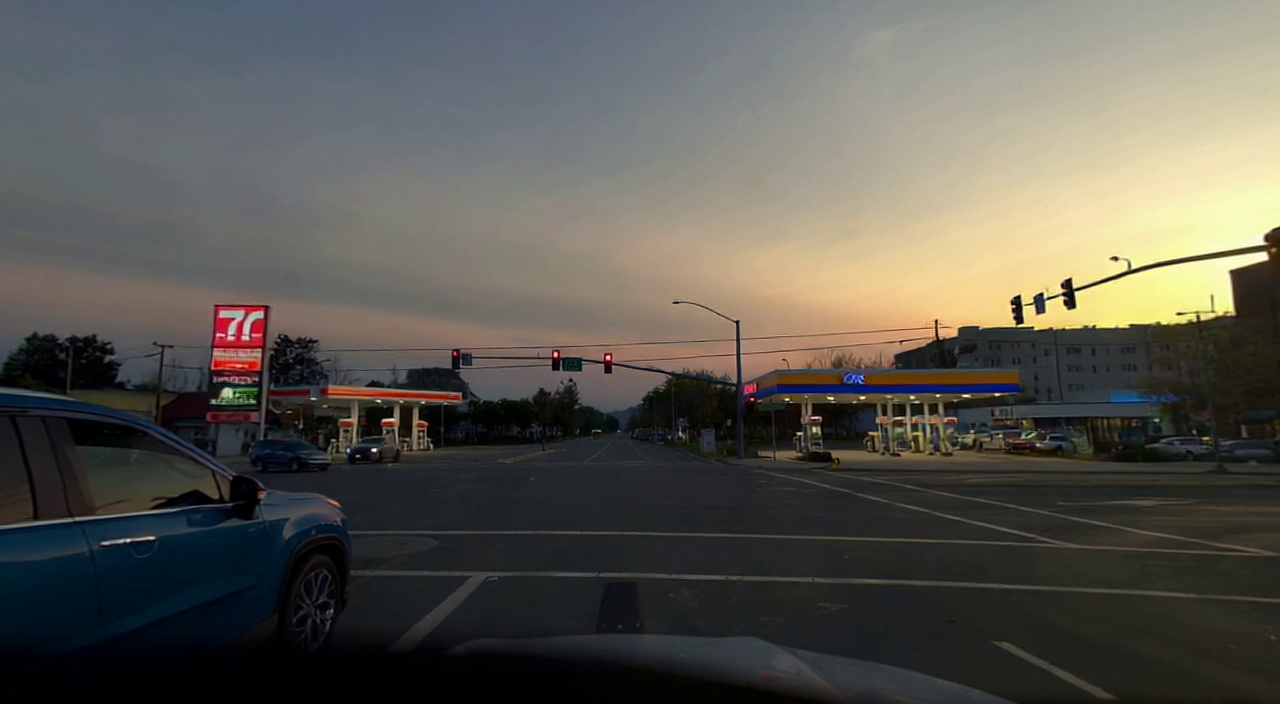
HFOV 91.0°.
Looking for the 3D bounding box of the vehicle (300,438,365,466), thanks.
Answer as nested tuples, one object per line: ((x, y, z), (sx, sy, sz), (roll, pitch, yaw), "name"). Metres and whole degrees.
((-20.472, 6.674, 42.135), (2.004, 1.699, 4.486), (0, -9, 1), "vehicle")

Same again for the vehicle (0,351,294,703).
((-3.423, 0.803, 2.041), (2.053, 1.690, 4.364), (0, -9, 1), "vehicle")
